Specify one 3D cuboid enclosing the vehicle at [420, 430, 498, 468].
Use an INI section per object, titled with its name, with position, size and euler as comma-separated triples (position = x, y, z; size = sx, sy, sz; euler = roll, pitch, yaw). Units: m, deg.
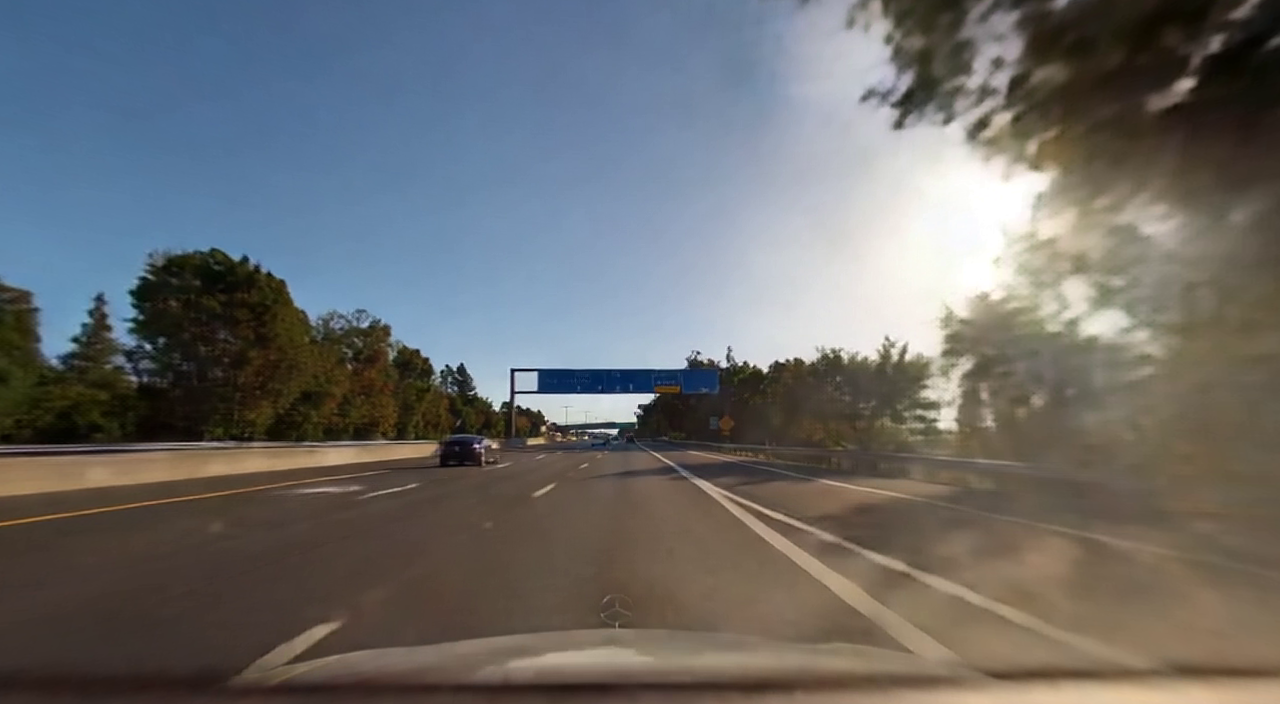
[vehicle]
position = -8.260, 4.436, 29.286
size = 2.092, 1.574, 5.251
euler = 0, -7, 0
